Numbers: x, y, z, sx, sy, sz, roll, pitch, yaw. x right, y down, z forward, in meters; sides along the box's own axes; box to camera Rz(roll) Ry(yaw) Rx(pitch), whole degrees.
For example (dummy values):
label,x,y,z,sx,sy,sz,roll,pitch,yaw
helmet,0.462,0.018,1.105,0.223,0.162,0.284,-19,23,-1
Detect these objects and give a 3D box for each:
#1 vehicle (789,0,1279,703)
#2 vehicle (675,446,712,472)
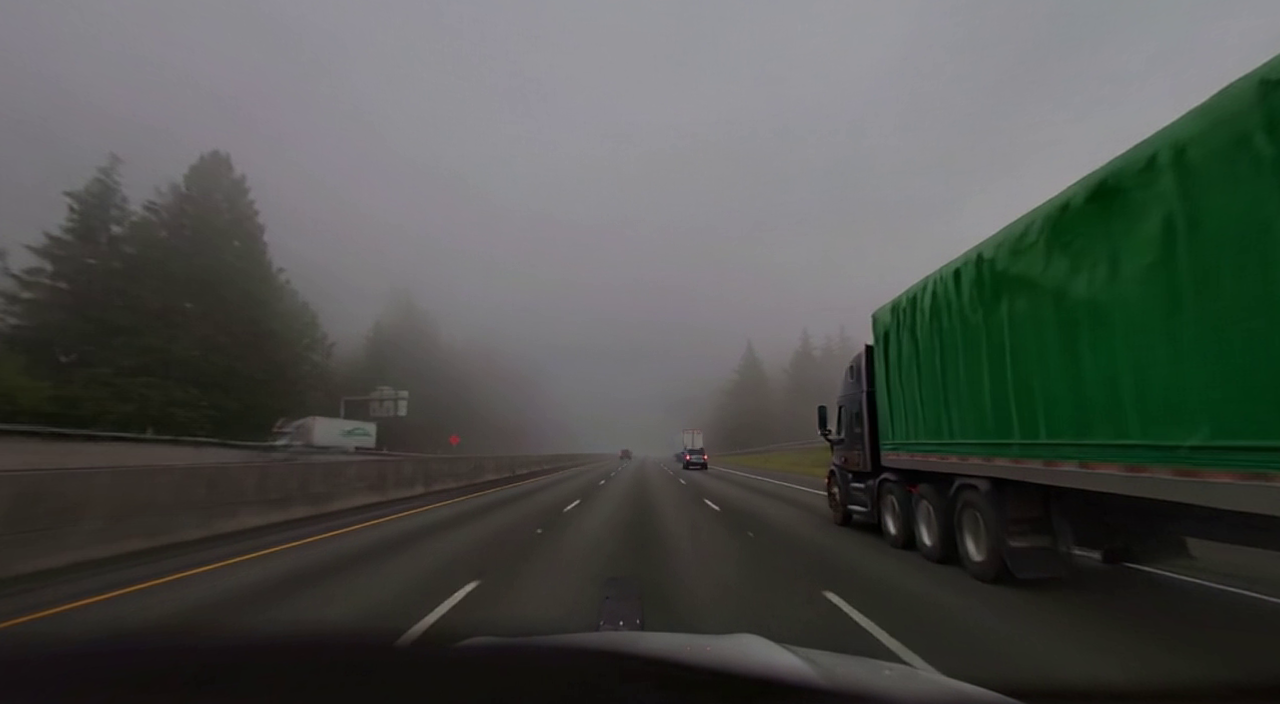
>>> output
label,x,y,z,sx,sy,sz,roll,pitch,yaw
vehicle,4.591,-0.359,3.699,3.115,4.407,17.026,0,-9,-1
vehicle,3.457,6.933,41.137,2.019,1.601,3.953,0,-9,0
